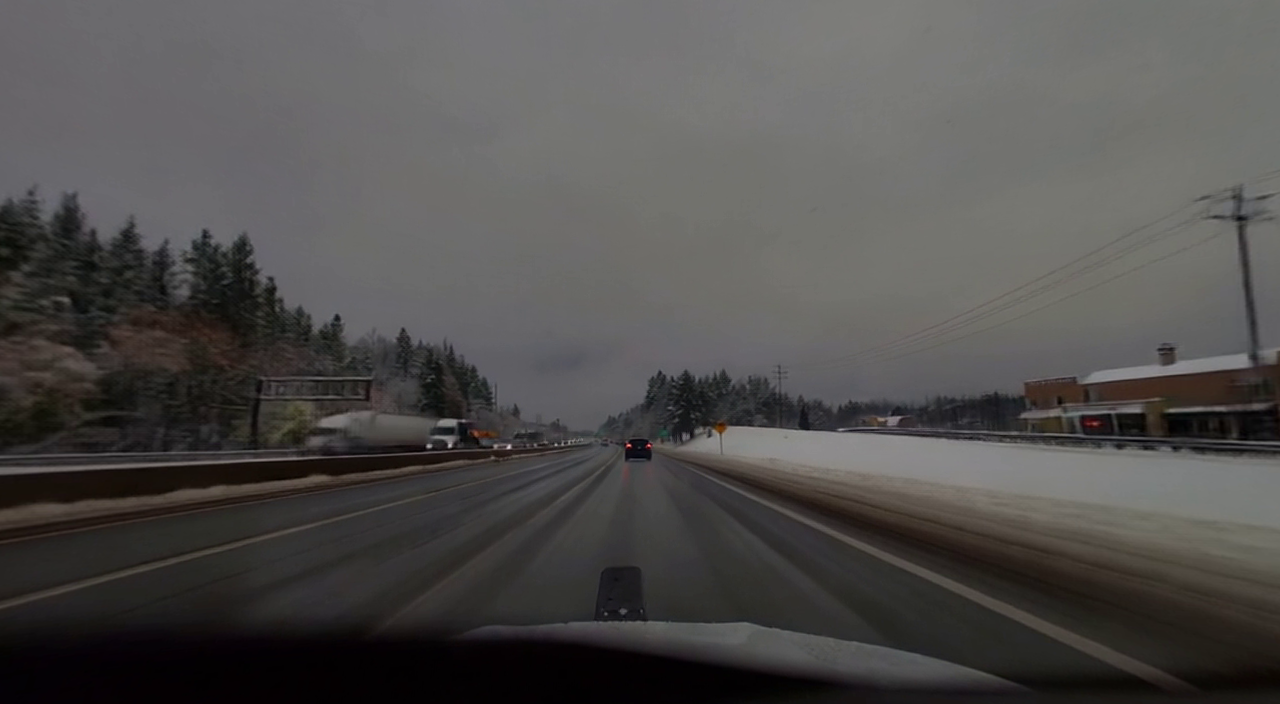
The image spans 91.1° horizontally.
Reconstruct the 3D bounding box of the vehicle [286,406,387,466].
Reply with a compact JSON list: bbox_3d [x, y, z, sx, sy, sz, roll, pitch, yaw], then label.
[{"bbox_3d":[-21.921,6.203,46.091,3.035,3.923,8.941,0,-8,-1],"label":"vehicle"}]

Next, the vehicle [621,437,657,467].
[{"bbox_3d":[-0.113,5.960,37.614,2.029,1.666,4.064,0,-8,-1],"label":"vehicle"}]

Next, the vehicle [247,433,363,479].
[{"bbox_3d":[-13.568,4.236,25.866,2.009,1.680,5.023,0,-8,0],"label":"vehicle"}]
